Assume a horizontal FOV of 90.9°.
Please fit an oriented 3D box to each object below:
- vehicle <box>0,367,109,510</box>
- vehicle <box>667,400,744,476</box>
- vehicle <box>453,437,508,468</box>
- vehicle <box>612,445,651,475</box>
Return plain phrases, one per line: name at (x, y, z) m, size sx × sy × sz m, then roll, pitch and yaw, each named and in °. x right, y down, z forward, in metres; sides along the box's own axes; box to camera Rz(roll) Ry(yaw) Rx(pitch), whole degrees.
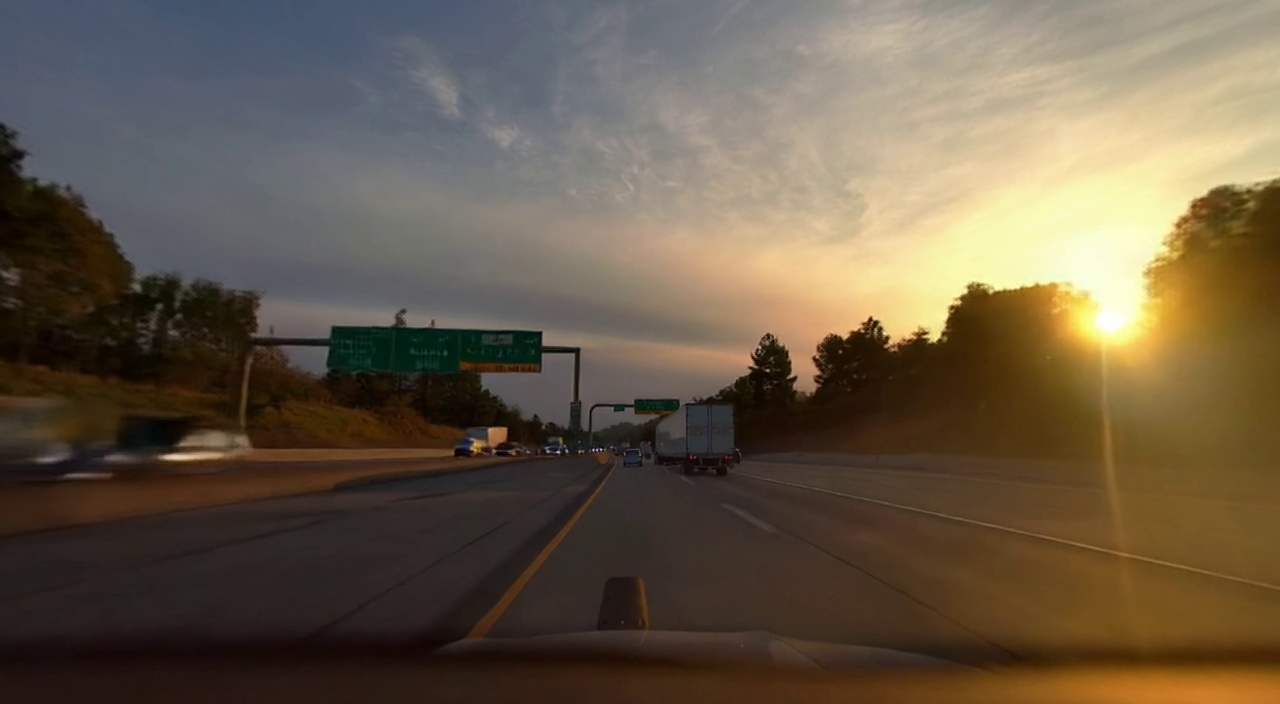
vehicle at (-7.631, 0.789, 5.846) m, size 1.877 × 1.481 × 4.062 m, roll 0°, pitch -9°, yaw -1°
vehicle at (3.735, 5.535, 39.803) m, size 2.931 × 4.009 × 12.800 m, roll 0°, pitch -9°, yaw -2°
vehicle at (-8.293, 5.279, 33.085) m, size 2.005 × 1.497 × 4.075 m, roll 0°, pitch -9°, yaw -3°
vehicle at (-0.531, 6.197, 36.415) m, size 2.111 × 1.599 × 3.859 m, roll 0°, pitch -9°, yaw -2°
